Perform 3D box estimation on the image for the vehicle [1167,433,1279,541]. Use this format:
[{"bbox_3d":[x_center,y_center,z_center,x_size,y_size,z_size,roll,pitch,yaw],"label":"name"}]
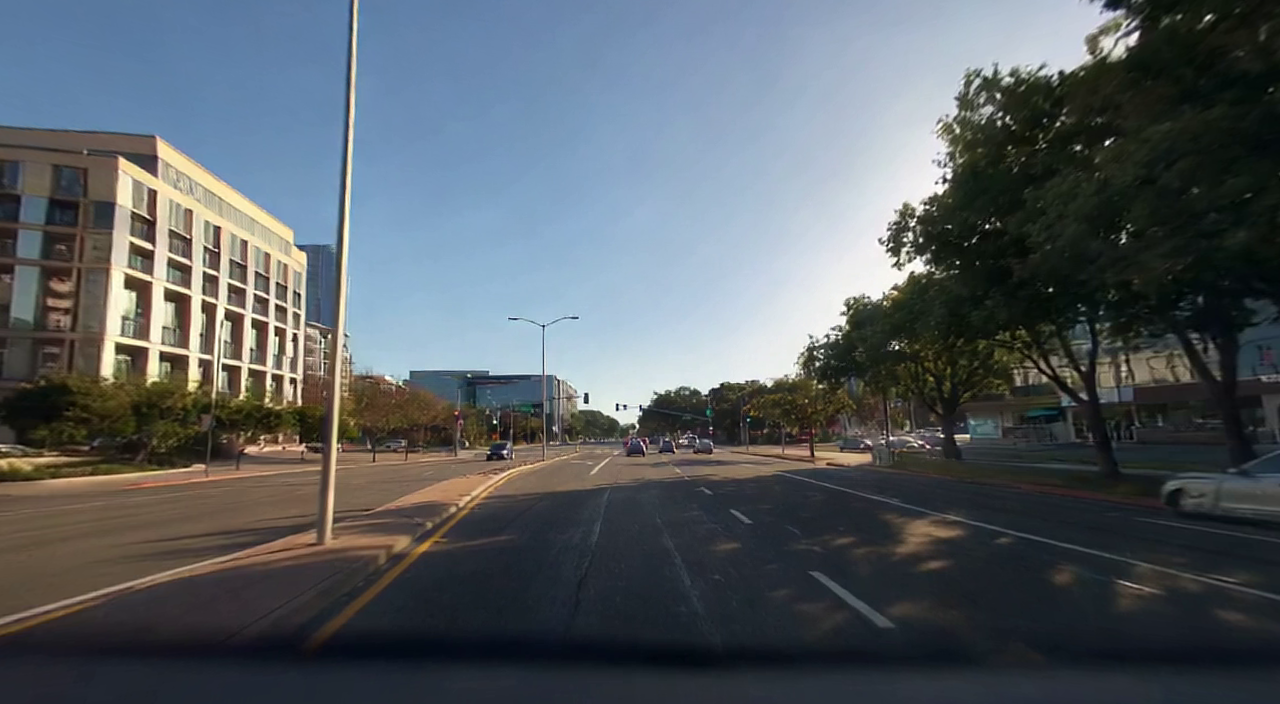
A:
[{"bbox_3d":[10.244,1.853,8.471,1.980,1.543,5.090,0,-8,0],"label":"vehicle"}]
